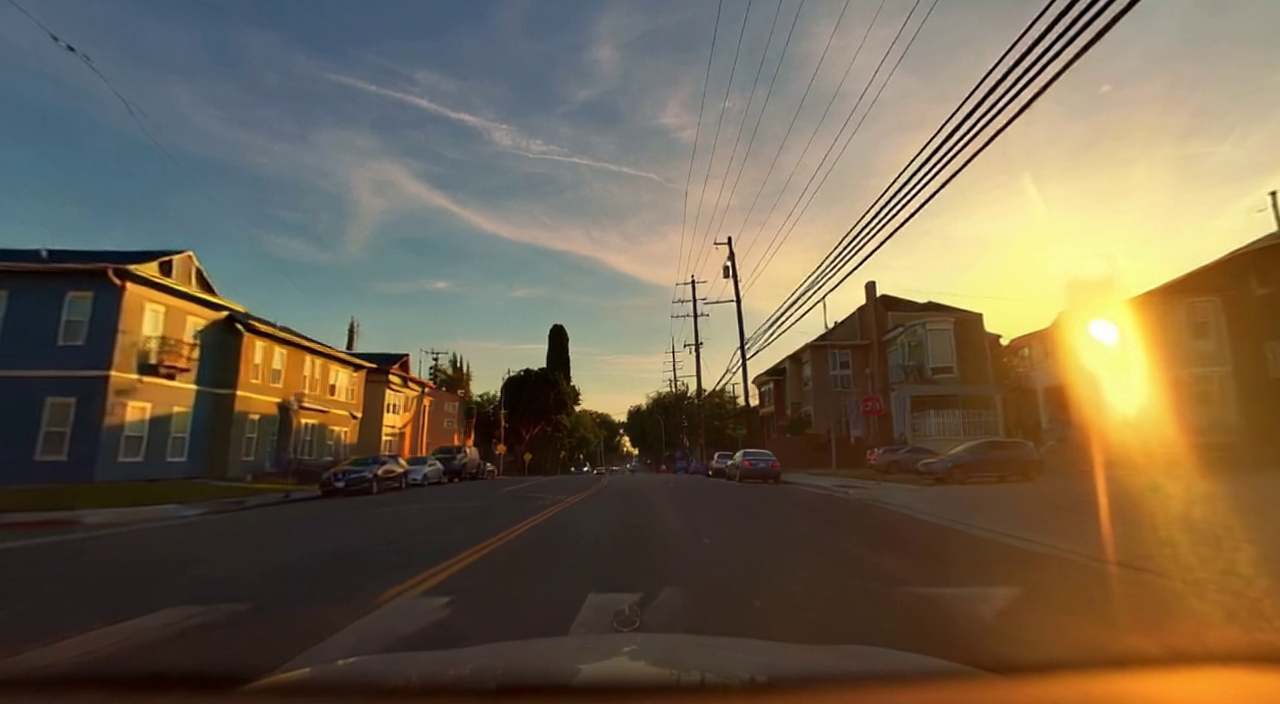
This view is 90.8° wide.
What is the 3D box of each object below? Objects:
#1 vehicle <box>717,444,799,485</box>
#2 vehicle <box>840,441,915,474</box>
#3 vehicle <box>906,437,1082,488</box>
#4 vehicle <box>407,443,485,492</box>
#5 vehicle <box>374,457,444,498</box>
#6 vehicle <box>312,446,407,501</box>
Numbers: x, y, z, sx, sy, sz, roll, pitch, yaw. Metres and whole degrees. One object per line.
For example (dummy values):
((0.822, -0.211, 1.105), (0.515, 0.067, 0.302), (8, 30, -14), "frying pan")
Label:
((4.686, 4.541, 25.948), (2.059, 1.502, 4.824), (1, -9, -5), "vehicle")
((12.744, 5.655, 33.869), (3.545, 1.448, 2.041), (-5, -4, 24), "vehicle")
((10.681, 3.311, 19.241), (4.336, 1.424, 1.954), (1, -9, -11), "vehicle")
((-10.746, 6.439, 35.667), (2.687, 2.491, 5.936), (0, -8, -2), "vehicle")
((-10.668, 5.805, 29.523), (1.826, 1.455, 4.475), (-6, -8, -5), "vehicle")
((-10.398, 4.582, 23.754), (1.900, 1.683, 4.486), (-4, -11, -6), "vehicle")
